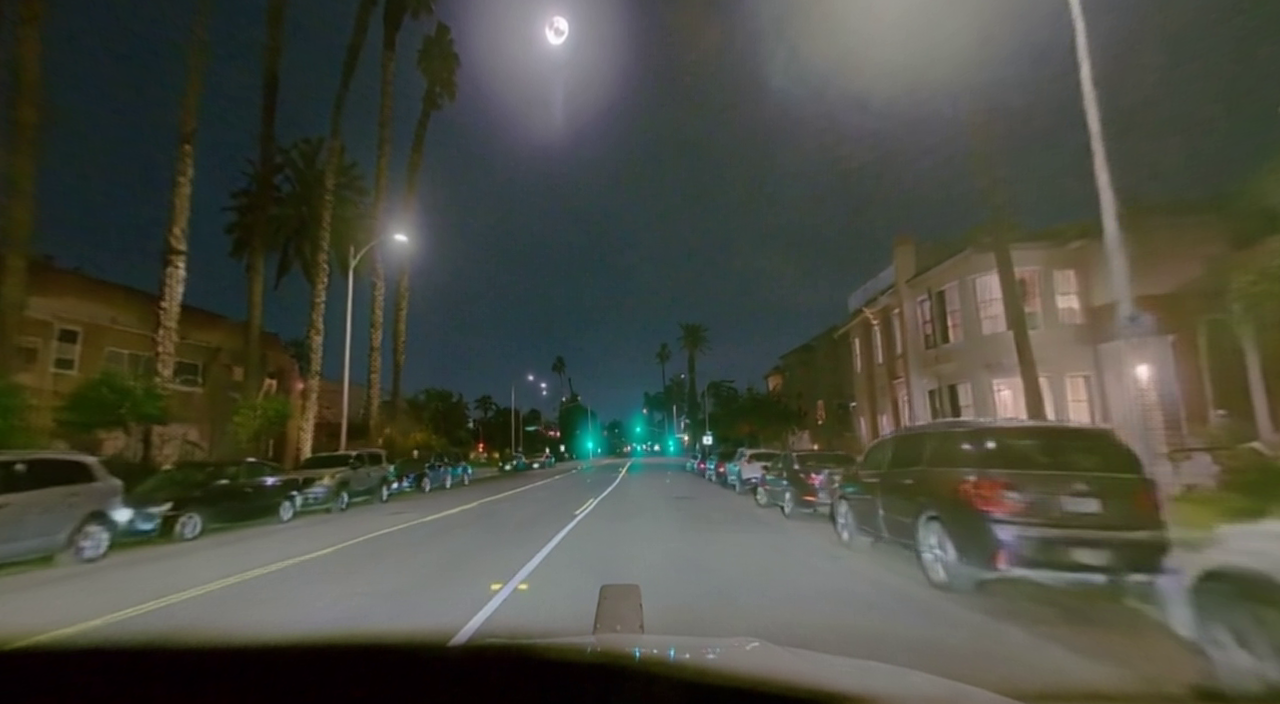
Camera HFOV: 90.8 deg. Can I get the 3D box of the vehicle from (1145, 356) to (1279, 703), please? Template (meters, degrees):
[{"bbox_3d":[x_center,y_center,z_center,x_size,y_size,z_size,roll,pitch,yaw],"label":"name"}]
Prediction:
[{"bbox_3d":[3.613,0.630,1.124,1.899,1.669,4.259,0,-8,1],"label":"vehicle"}]

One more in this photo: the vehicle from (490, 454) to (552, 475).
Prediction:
[{"bbox_3d":[-9.148,8.629,48.599,4.419,1.486,1.808,3,-9,-21],"label":"vehicle"}]

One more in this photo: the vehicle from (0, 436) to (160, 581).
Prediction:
[{"bbox_3d":[-9.179,1.997,8.305,4.081,1.752,1.871,3,-9,-21],"label":"vehicle"}]

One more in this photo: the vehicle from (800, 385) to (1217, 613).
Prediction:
[{"bbox_3d":[3.772,1.597,7.857,2.121,1.929,4.763,0,-8,-3],"label":"vehicle"}]
